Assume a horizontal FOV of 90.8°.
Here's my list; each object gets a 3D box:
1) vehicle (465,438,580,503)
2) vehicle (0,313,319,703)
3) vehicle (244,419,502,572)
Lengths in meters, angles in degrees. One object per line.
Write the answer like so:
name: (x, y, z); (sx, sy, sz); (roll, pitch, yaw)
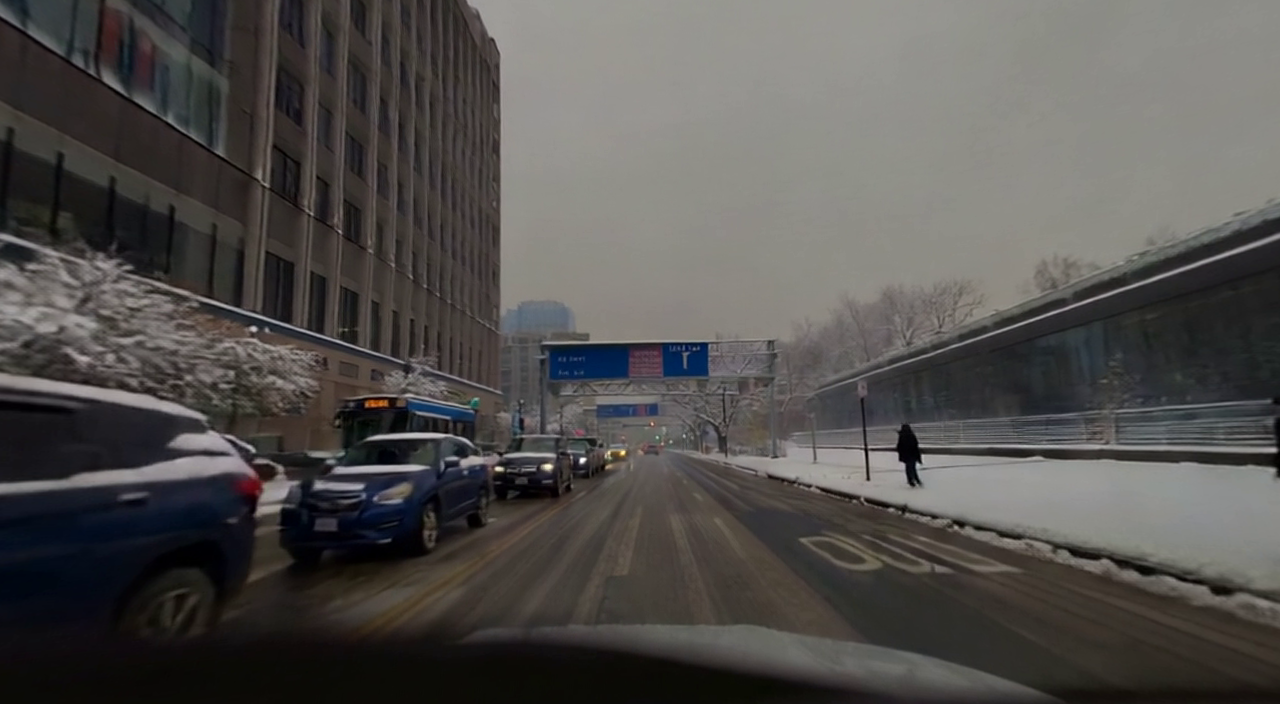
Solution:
vehicle: (-3.231, 3.385, 18.568); (2.266, 1.621, 4.783); (-1, -8, 3)
vehicle: (-3.377, 0.769, 2.044); (2.225, 1.848, 4.472); (0, -8, 1)
vehicle: (-3.758, 2.104, 9.941); (1.982, 1.710, 4.454); (-4, -9, 2)
